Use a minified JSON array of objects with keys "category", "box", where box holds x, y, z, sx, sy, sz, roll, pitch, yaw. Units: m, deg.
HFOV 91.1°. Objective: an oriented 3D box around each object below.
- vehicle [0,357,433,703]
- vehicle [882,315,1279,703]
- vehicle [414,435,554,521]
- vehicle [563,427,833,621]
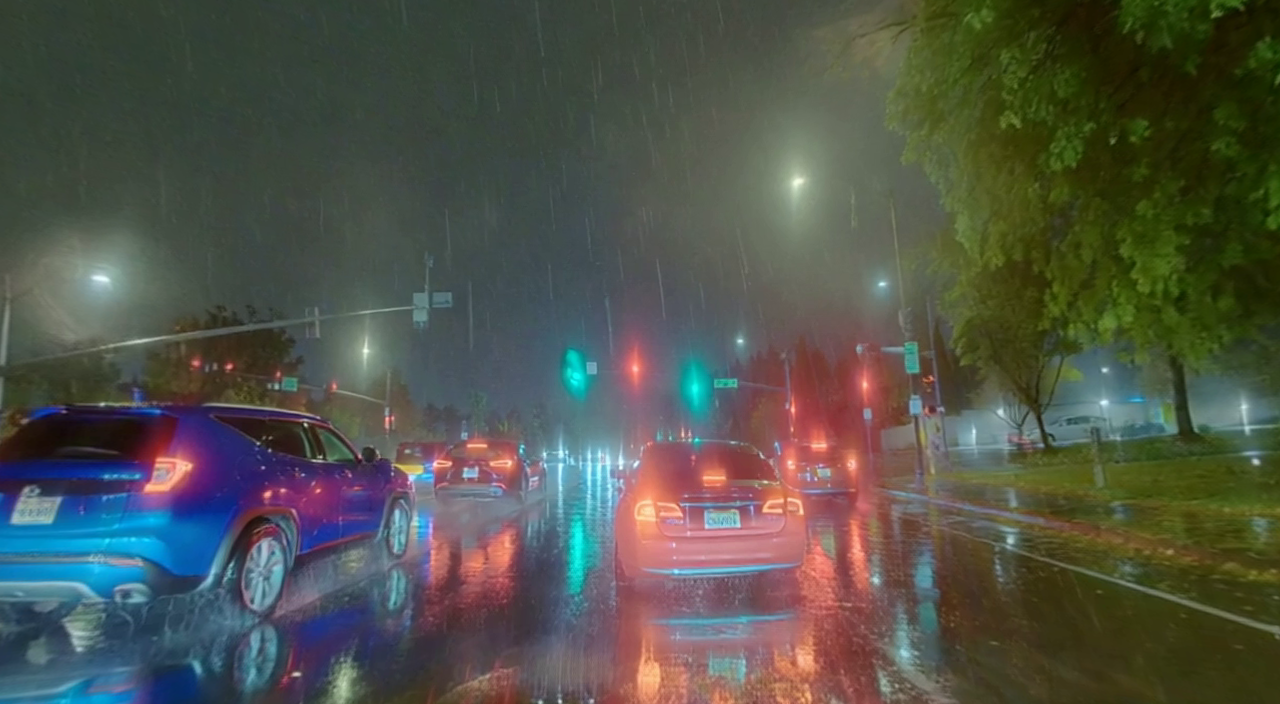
[{"category":"vehicle","box":[-3.469,1.217,5.285,1.889,1.767,4.289,0,-8,1]},{"category":"vehicle","box":[3.015,0.915,3.048,1.880,1.747,4.500,0,-8,0]},{"category":"vehicle","box":[-3.075,2.562,13.326,1.868,1.516,4.114,0,-8,1]},{"category":"vehicle","box":[0.440,1.603,6.809,2.051,1.460,3.932,0,-8,0]}]
